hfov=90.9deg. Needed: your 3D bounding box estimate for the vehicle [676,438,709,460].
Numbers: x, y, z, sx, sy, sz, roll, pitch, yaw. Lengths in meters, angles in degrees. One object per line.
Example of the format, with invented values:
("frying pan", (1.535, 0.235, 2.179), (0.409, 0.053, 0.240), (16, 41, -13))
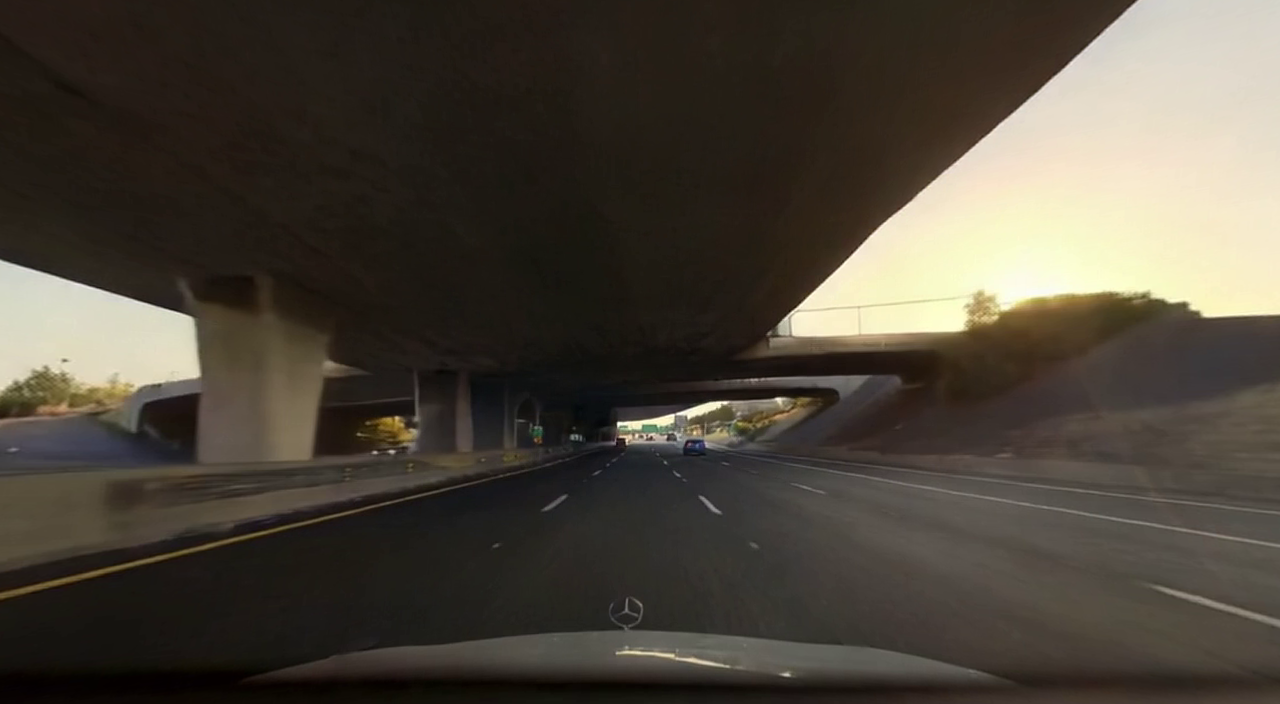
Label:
("vehicle", (3.807, 7.053, 46.167), (1.949, 1.515, 4.374), (0, -8, -1))
